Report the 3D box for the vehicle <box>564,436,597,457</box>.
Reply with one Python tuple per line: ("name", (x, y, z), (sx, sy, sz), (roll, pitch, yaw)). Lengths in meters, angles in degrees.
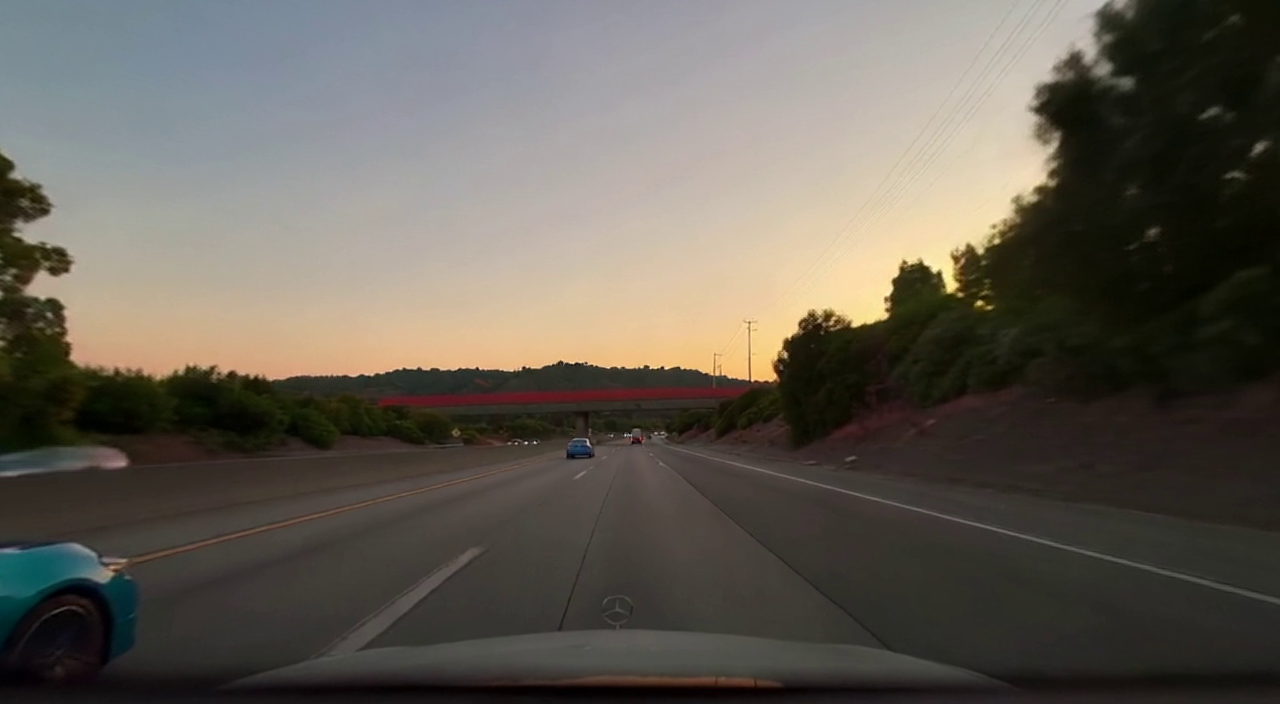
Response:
("vehicle", (-4.479, 7.194, 48.263), (2.074, 1.535, 4.437), (0, -8, 0))
